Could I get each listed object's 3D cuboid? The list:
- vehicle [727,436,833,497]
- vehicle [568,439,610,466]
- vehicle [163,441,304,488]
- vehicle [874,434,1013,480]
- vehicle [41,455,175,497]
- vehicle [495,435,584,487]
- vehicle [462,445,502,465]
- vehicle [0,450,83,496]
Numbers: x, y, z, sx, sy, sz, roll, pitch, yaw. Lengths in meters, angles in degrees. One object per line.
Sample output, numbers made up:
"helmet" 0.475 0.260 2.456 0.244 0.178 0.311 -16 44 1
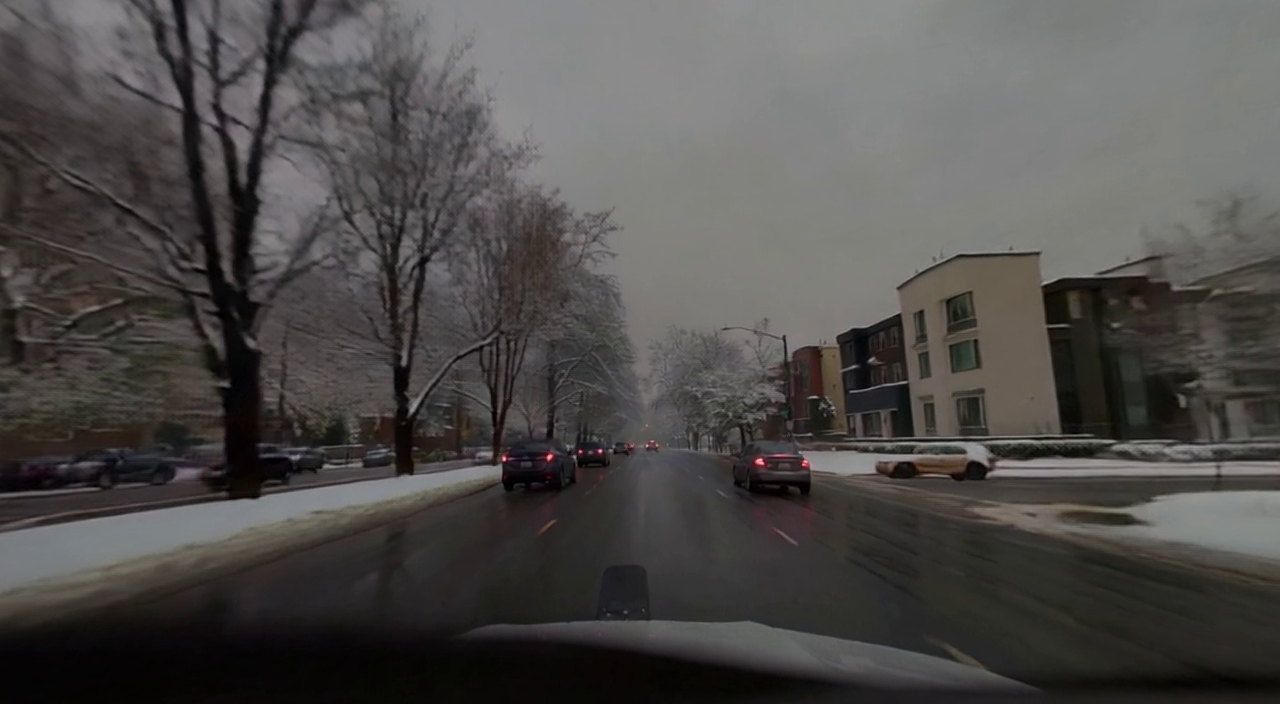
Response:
"vehicle" 3.842 3.207 18.133 2.010 1.486 4.498 0 -8 0
"vehicle" -2.996 6.015 37.931 1.988 1.497 4.404 0 -8 3
"vehicle" -18.400 5.091 29.051 2.345 1.906 6.020 0 -8 1
"vehicle" 12.354 4.291 26.013 4.717 1.733 1.994 -1 -8 10
"vehicle" -22.367 5.198 26.800 1.889 1.520 4.524 1 -8 -3
"vehicle" -3.122 3.503 20.601 2.053 1.480 4.381 0 -8 2
"vehicle" -12.222 7.944 48.896 1.871 1.478 4.489 0 -8 1
"vehicle" -26.977 5.160 27.101 1.920 1.770 4.453 0 -8 0
